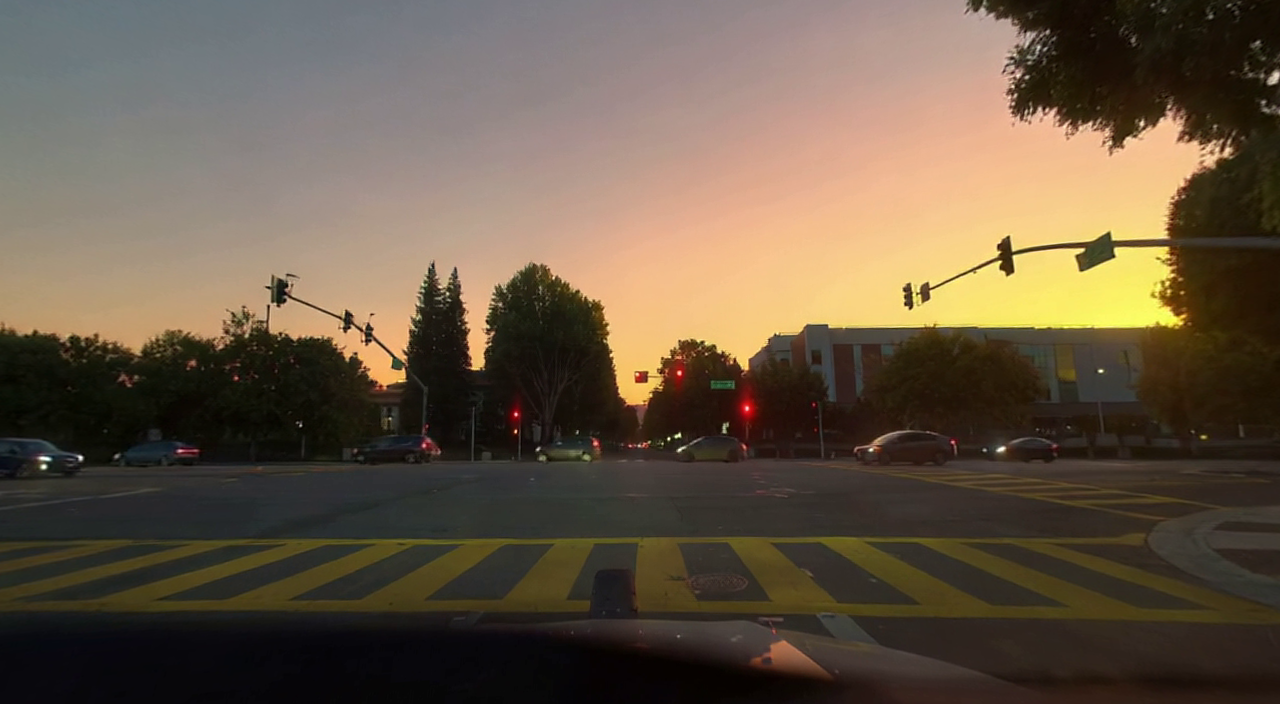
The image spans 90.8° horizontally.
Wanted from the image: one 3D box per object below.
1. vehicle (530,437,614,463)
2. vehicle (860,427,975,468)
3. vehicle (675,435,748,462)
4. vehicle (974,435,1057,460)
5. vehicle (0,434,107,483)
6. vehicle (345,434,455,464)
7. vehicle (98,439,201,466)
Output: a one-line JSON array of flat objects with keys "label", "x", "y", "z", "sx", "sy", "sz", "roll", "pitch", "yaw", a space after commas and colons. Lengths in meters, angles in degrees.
[{"label": "vehicle", "x": -3.969, "y": 5.777, "z": 37.264, "sx": 4.724, "sy": 1.452, "sz": 1.870, "roll": 0, "pitch": -9, "yaw": 1}, {"label": "vehicle", "x": 13.035, "y": 4.486, "z": 29.777, "sx": 4.662, "sy": 1.764, "sz": 2.064, "roll": 2, "pitch": -9, "yaw": -18}, {"label": "vehicle", "x": 4.584, "y": 6.238, "z": 41.020, "sx": 4.488, "sy": 1.667, "sz": 1.869, "roll": -1, "pitch": -9, "yaw": 1}, {"label": "vehicle", "x": 23.887, "y": 6.078, "z": 40.289, "sx": 4.100, "sy": 1.509, "sz": 1.853, "roll": 0, "pitch": -9, "yaw": 0}, {"label": "vehicle", "x": -21.956, "y": 3.715, "z": 22.154, "sx": 4.624, "sy": 1.593, "sz": 2.018, "roll": 0, "pitch": -9, "yaw": 0}, {"label": "vehicle", "x": -15.276, "y": 6.190, "z": 40.421, "sx": 6.133, "sy": 1.833, "sz": 2.155, "roll": -1, "pitch": -9, "yaw": 1}, {"label": "vehicle", "x": -28.687, "y": 5.872, "z": 37.017, "sx": 4.519, "sy": 1.476, "sz": 1.767, "roll": 0, "pitch": -9, "yaw": 0}]
